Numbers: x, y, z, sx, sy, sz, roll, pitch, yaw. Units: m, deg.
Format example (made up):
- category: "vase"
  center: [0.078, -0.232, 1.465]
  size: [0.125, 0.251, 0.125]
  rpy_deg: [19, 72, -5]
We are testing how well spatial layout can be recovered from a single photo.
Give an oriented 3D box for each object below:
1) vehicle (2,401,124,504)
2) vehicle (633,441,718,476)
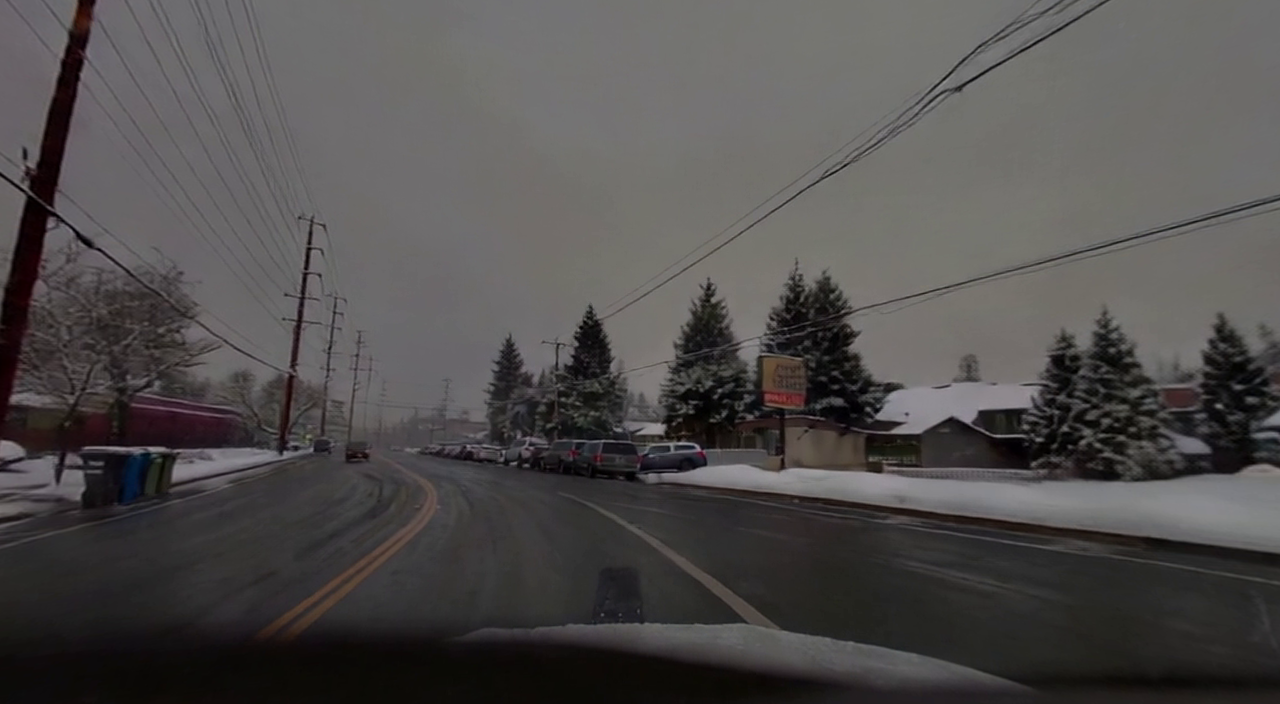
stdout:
- category: "vehicle"
  center: [-17.402, 2.985, 19.172]
  size: [1.716, 2.808, 3.001]
  rpy_deg: [0, -7, -23]
- category: "vehicle"
  center: [1.832, 5.101, 30.579]
  size: [2.074, 1.526, 4.853]
  rpy_deg: [-5, -10, 31]
